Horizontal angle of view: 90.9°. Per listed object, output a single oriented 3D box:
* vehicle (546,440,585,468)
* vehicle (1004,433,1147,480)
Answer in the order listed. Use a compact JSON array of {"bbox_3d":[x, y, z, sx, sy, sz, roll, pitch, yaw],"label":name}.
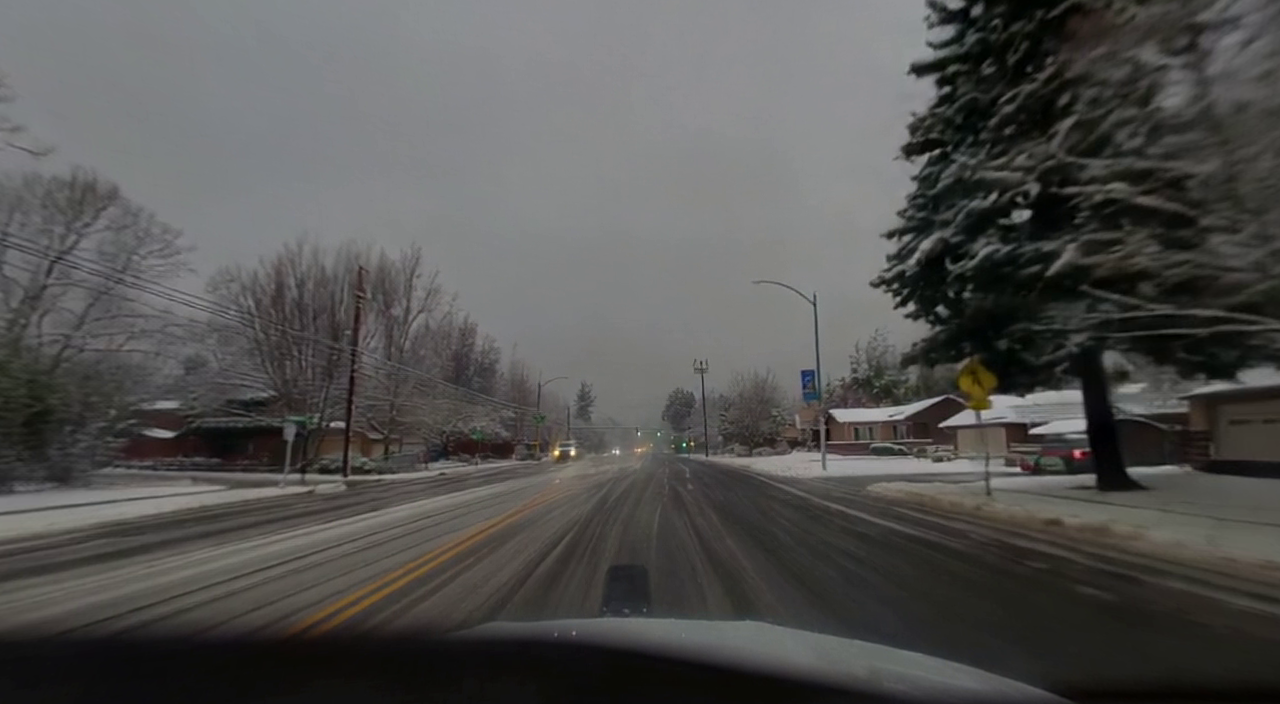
[{"bbox_3d":[-5.054,7.034,43.584,2.128,1.753,4.516,0,-9,0],"label":"vehicle"},{"bbox_3d":[15.815,3.821,23.220,1.901,1.547,4.411,0,-9,-4],"label":"vehicle"}]
